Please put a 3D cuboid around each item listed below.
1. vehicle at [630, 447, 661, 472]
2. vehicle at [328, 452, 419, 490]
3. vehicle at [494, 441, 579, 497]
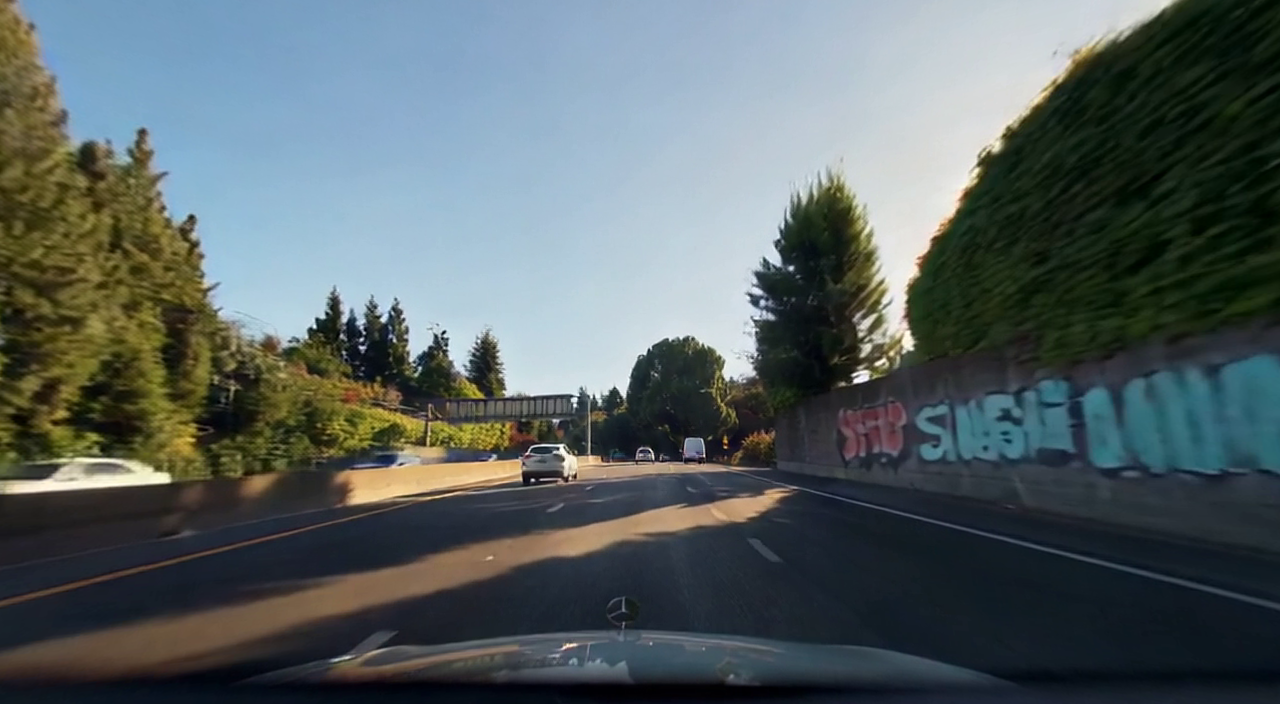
[{"bbox_3d":[0.395,7.539,44.457,2.108,1.663,3.159,0,-9,1],"label":"vehicle"},{"bbox_3d":[-11.791,5.272,28.287,2.058,1.540,4.479,0,-9,1],"label":"vehicle"},{"bbox_3d":[-3.258,3.789,20.784,1.964,1.618,4.489,0,-9,1],"label":"vehicle"}]
